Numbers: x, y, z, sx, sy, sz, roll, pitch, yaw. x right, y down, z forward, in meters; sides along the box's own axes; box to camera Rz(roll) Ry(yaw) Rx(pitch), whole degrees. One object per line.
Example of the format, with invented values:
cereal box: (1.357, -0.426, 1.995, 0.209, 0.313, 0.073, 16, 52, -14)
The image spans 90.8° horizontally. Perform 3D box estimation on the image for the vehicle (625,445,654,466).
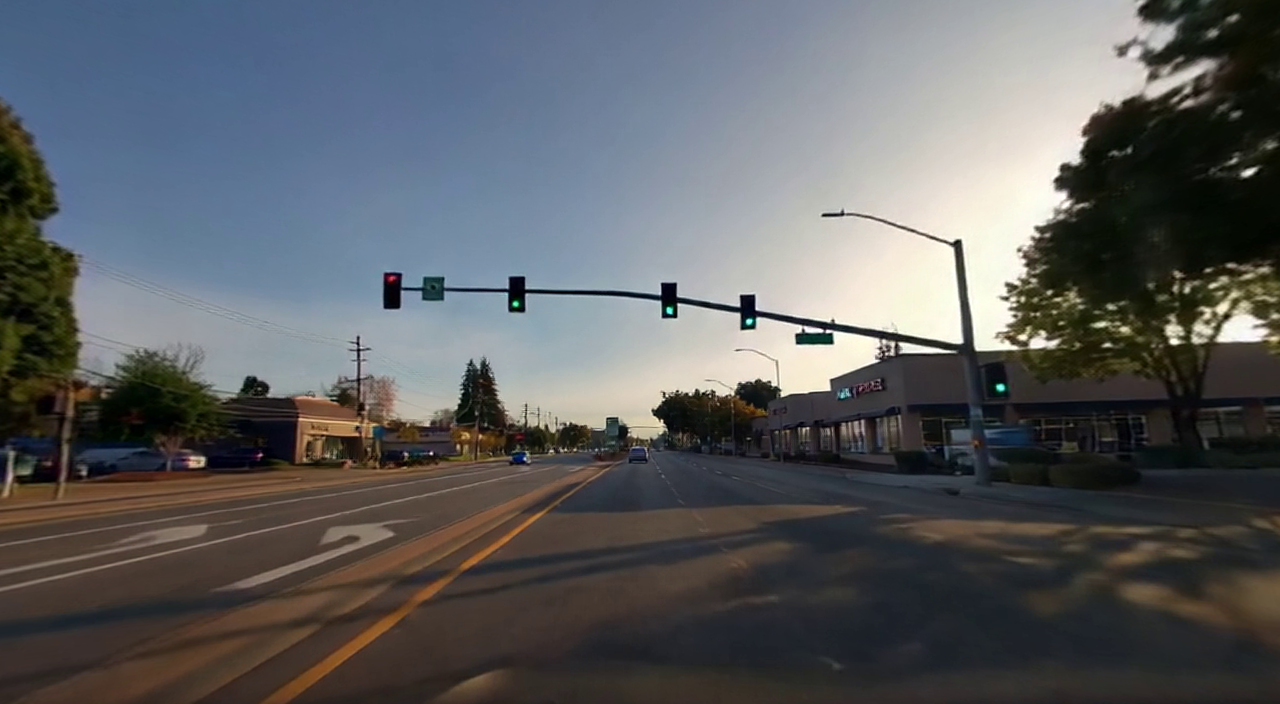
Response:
vehicle: (-0.043, 7.552, 46.233, 2.027, 1.494, 3.942, 0, -8, -1)
